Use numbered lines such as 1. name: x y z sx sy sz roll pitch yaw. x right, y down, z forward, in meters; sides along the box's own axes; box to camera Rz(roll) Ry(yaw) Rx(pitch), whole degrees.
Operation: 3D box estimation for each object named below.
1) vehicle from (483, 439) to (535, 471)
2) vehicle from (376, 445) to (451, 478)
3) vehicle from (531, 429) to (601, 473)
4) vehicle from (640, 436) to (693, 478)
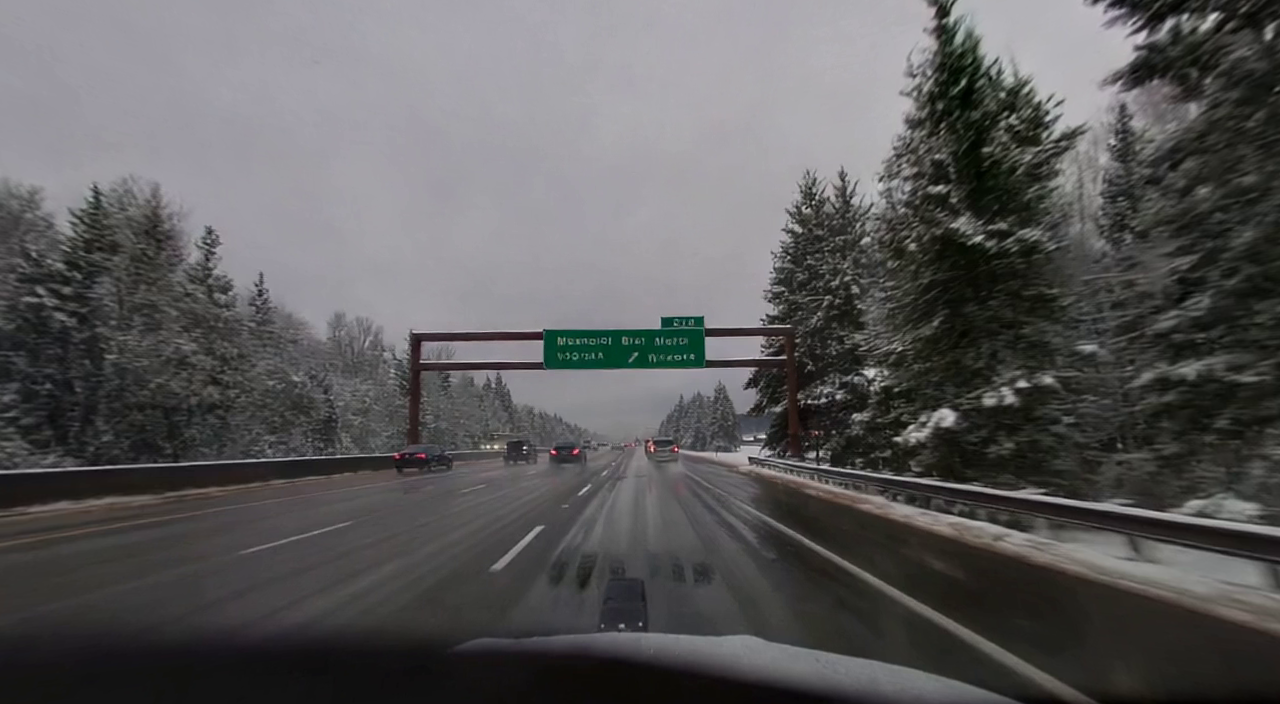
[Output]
1. vehicle: -7.770 6.133 37.890 2.078 1.779 4.610 0 -8 1
2. vehicle: -11.046 5.343 31.152 1.951 1.491 4.697 0 -8 1
3. vehicle: -3.651 5.070 32.424 2.751 2.050 5.761 0 -8 1
4. vehicle: 1.082 4.708 28.609 2.135 1.697 4.757 0 -8 -1
